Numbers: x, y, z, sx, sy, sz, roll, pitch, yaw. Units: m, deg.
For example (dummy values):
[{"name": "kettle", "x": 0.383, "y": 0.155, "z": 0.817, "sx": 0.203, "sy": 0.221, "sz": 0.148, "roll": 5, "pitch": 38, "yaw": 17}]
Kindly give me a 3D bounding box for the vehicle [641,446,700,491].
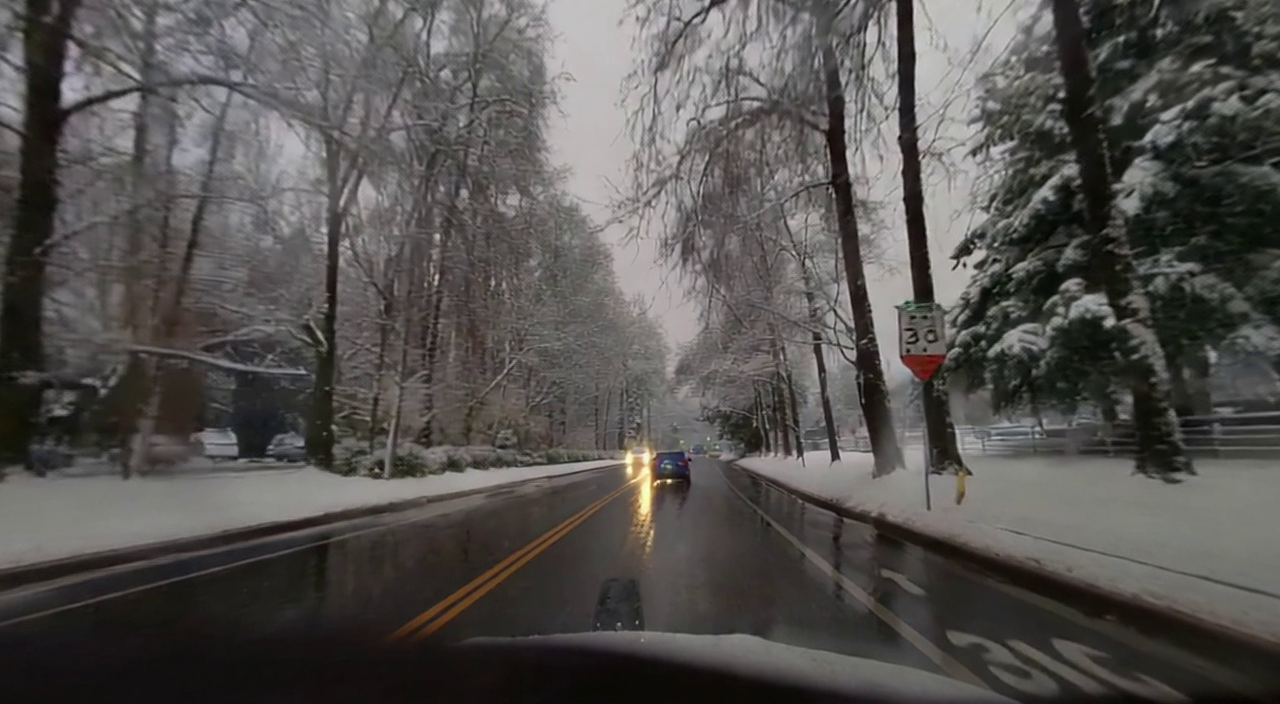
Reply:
[{"name": "vehicle", "x": 1.316, "y": 4.603, "z": 25.341, "sx": 2.152, "sy": 1.574, "sz": 4.223, "roll": -1, "pitch": -8, "yaw": 5}]
